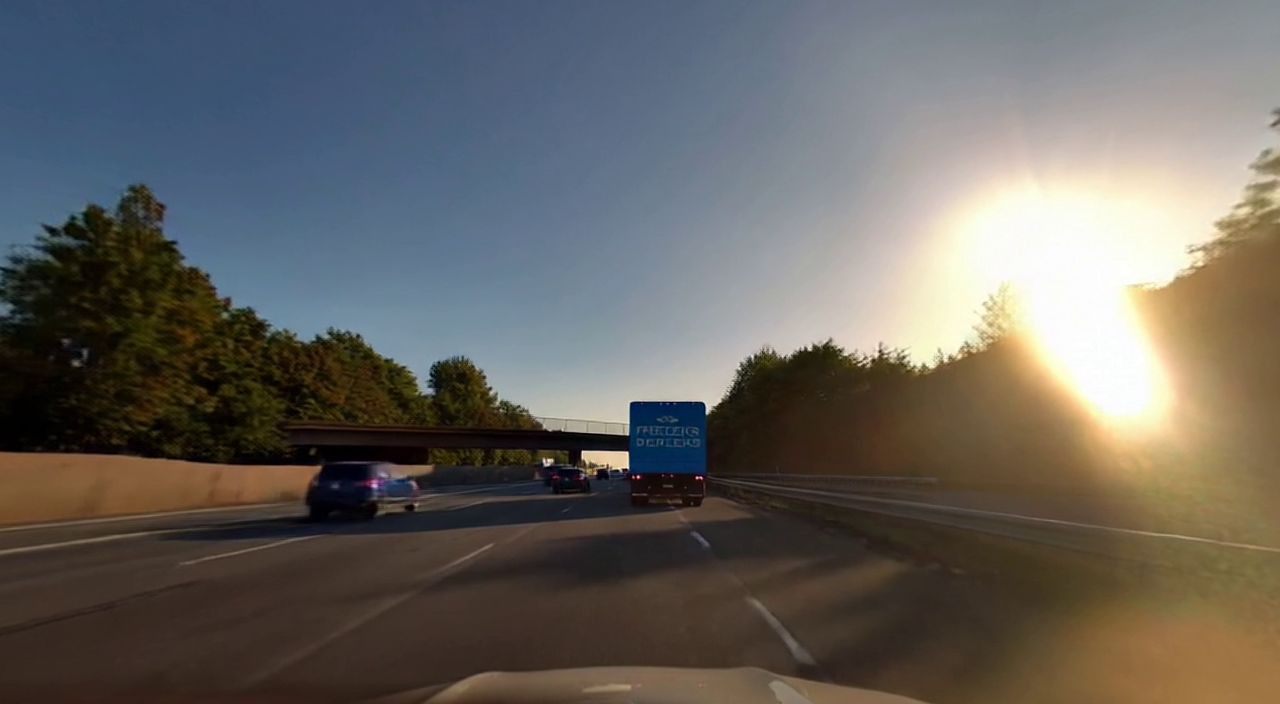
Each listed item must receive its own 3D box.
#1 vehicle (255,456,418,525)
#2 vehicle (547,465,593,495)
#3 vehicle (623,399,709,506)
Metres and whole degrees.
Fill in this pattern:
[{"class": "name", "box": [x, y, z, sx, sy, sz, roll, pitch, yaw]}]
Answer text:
[{"class": "vehicle", "box": [-7.814, 3.628, 16.868, 1.955, 1.539, 4.650, 1, -10, 1]}, {"class": "vehicle", "box": [-3.842, 7.123, 35.296, 1.978, 1.516, 4.617, 1, -10, 1]}, {"class": "vehicle", "box": [0.840, 4.520, 27.798, 2.980, 3.834, 9.423, 1, -10, -2]}]
